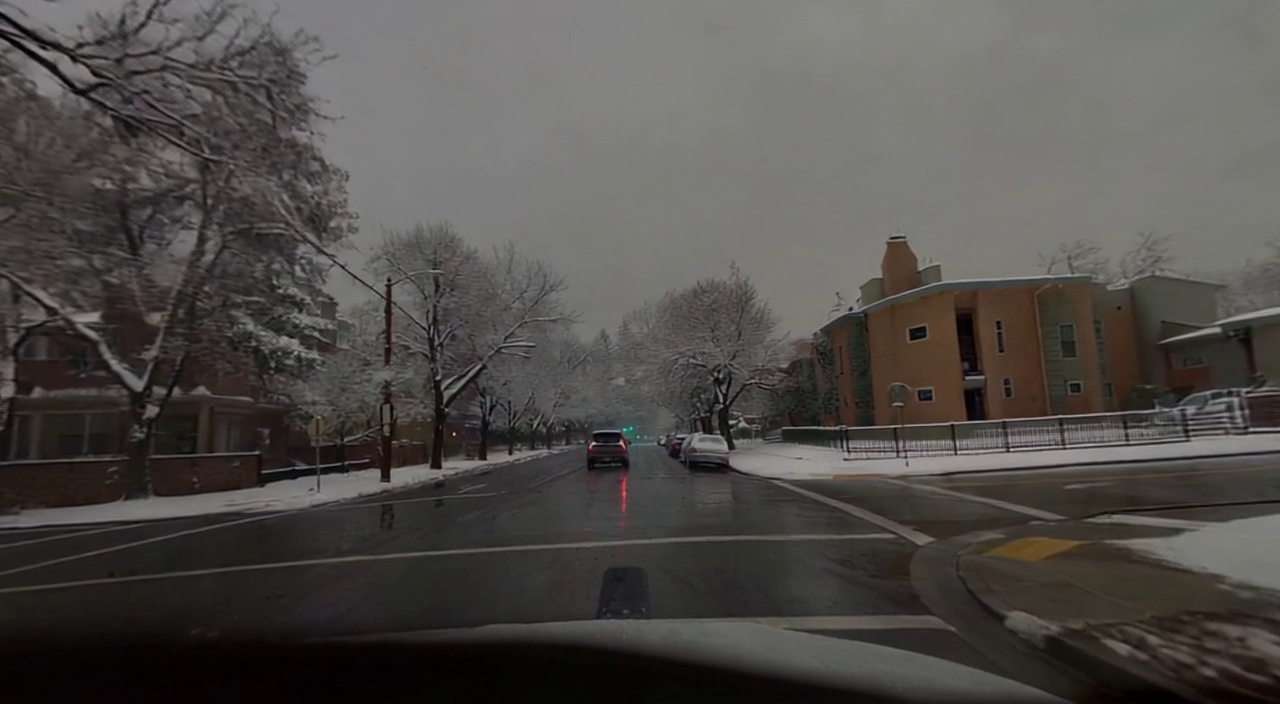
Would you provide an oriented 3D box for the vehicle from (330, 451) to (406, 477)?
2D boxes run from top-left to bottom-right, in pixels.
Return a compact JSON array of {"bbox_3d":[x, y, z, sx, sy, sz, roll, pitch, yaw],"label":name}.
[{"bbox_3d":[-16.938,6.971,39.364,3.806,1.501,1.892,0,-9,1],"label":"vehicle"}]

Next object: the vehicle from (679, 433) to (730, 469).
[{"bbox_3d":[3.099,4.860,31.074,1.987,1.608,3.883,0,-8,-2],"label":"vehicle"}]

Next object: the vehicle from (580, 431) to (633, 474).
[{"bbox_3d":[-1.380,4.428,27.994,2.172,1.722,4.201,0,-8,0],"label":"vehicle"}]
